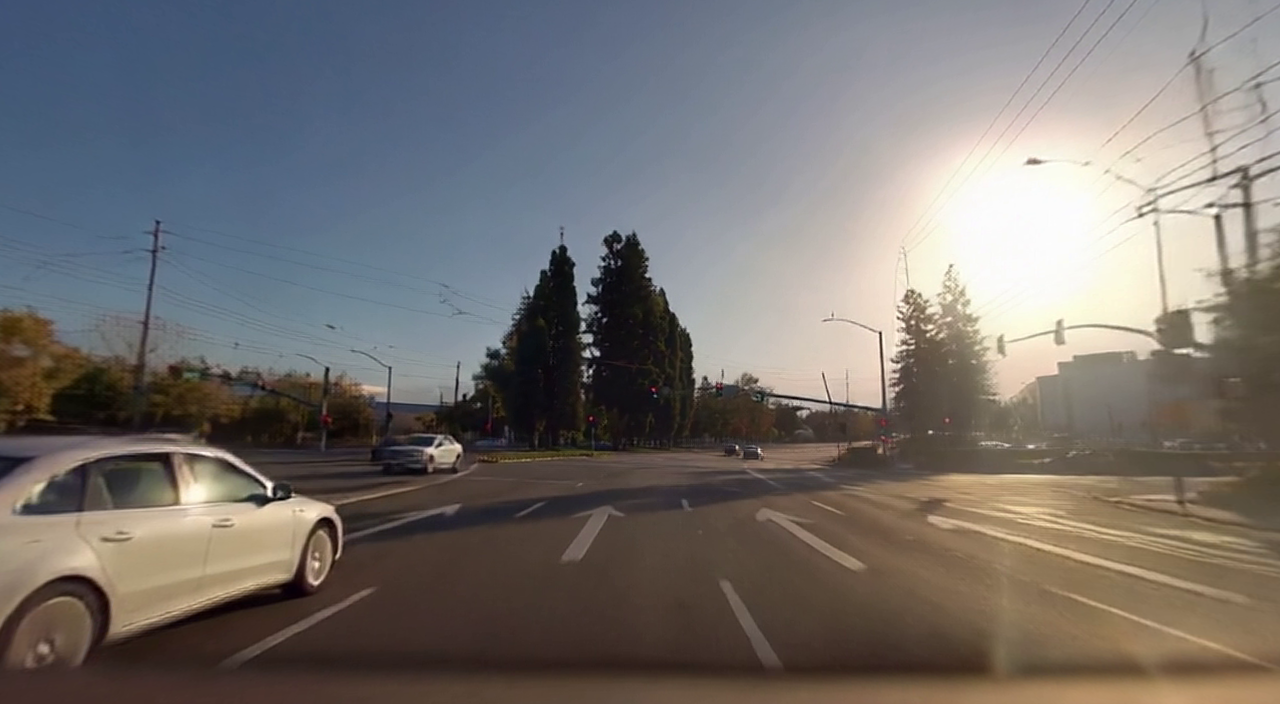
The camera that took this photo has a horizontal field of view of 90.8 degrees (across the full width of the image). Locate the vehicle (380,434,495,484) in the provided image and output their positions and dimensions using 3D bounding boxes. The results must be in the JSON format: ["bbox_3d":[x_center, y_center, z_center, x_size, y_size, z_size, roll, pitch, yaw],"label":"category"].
[{"bbox_3d":[-6.720,3.612,21.635,2.016,1.501,4.903,-1,-9,4],"label":"vehicle"}]

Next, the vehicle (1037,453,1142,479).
[{"bbox_3d":[26.854,6.825,37.895,4.636,1.433,1.930,-2,-9,12],"label":"vehicle"}]

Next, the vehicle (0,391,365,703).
[{"bbox_3d":[-3.453,1.038,3.443,1.934,1.463,4.220,0,-9,1],"label":"vehicle"}]
